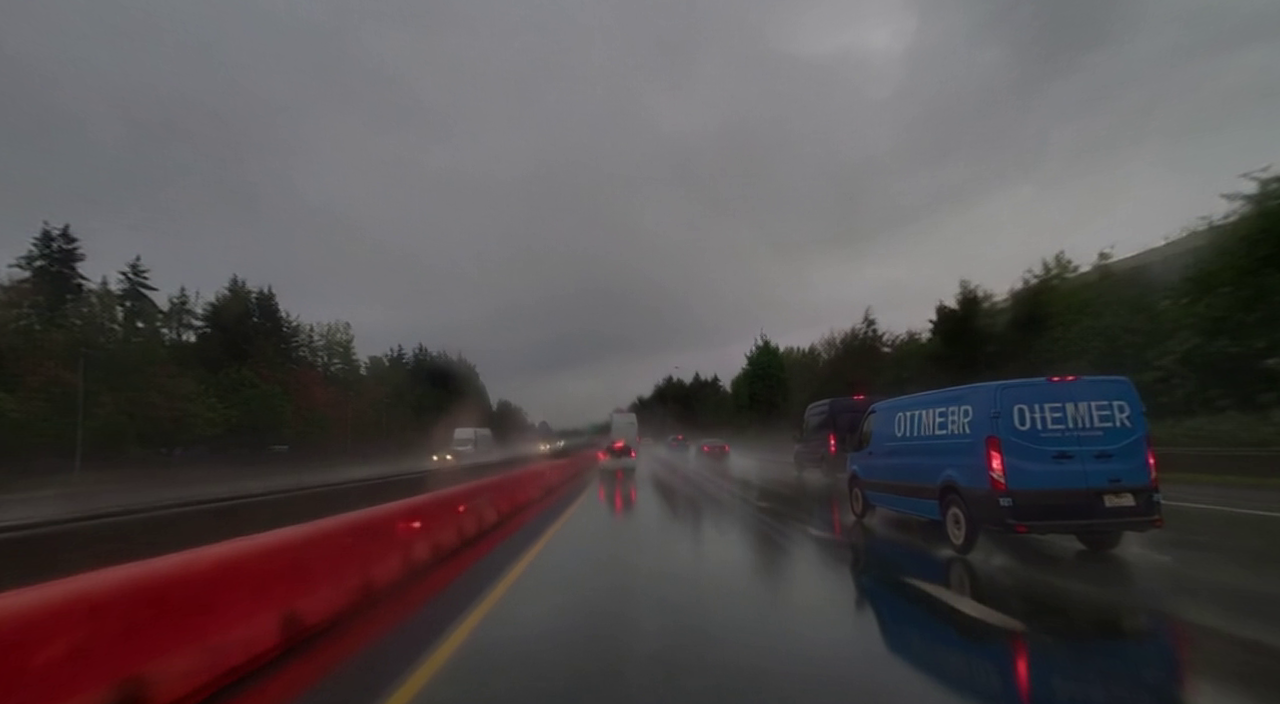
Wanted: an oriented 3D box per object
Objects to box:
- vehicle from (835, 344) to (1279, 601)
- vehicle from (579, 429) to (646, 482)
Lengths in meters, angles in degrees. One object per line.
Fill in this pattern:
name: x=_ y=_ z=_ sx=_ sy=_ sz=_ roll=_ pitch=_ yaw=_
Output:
vehicle: x=4.338 y=1.290 z=7.565 sx=2.223 sy=2.008 sz=5.121 roll=0 pitch=-8 yaw=-1
vehicle: x=-0.900 y=3.518 z=21.652 sx=2.100 sy=1.636 sz=3.620 roll=0 pitch=-8 yaw=-1
